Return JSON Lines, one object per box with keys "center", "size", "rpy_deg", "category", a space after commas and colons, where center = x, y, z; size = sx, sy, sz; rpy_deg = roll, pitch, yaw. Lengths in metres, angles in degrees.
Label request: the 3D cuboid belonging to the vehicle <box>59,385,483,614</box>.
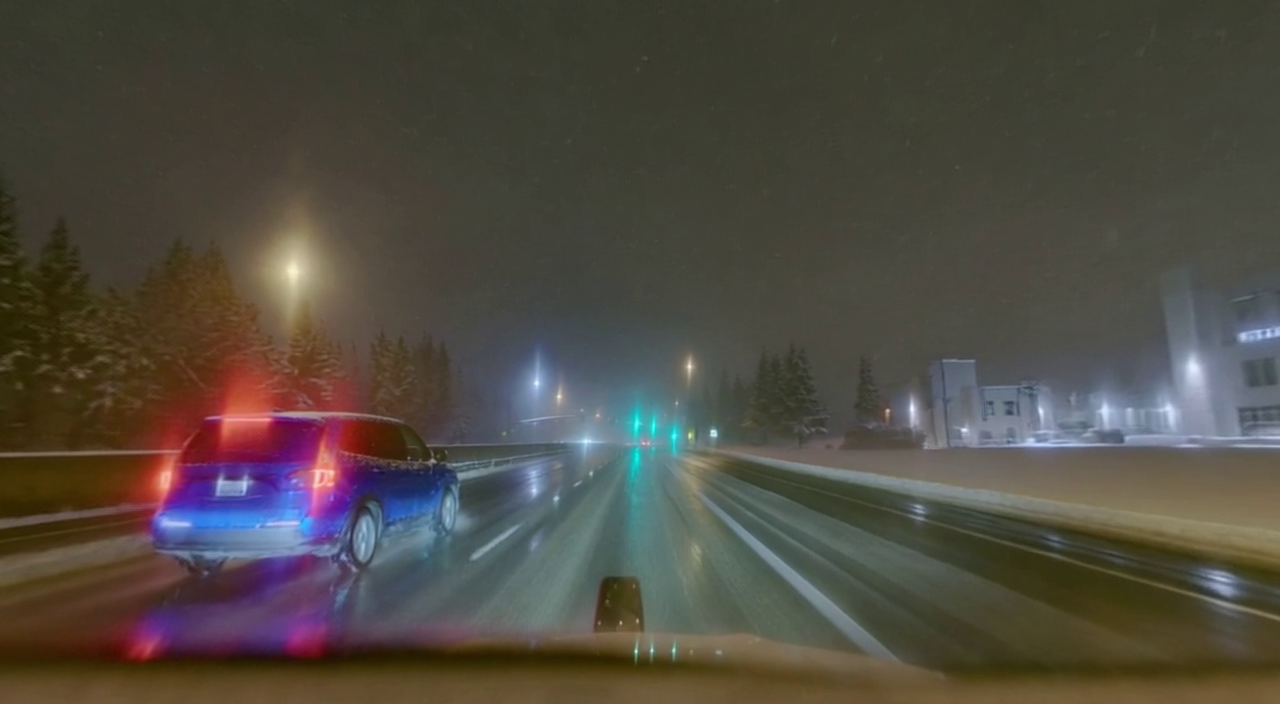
{"center": [-3.350, 1.433, 7.069], "size": [2.033, 1.713, 4.503], "rpy_deg": [0, -8, 0], "category": "vehicle"}
